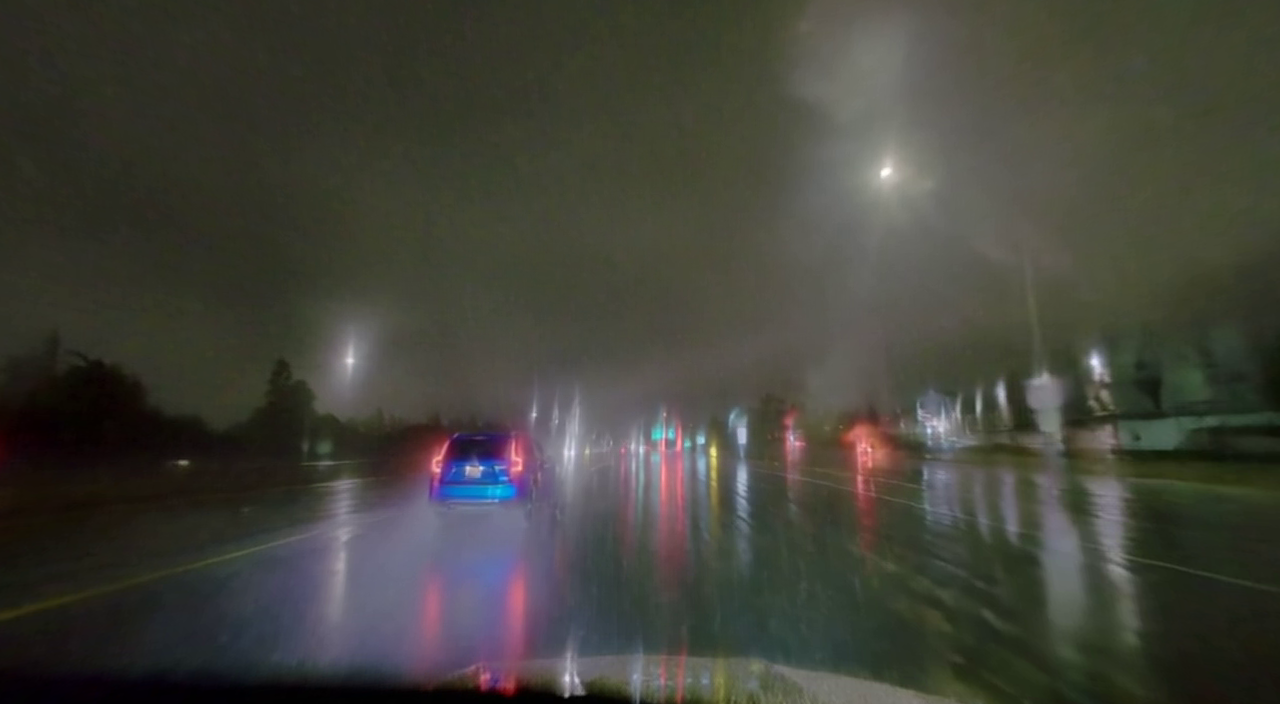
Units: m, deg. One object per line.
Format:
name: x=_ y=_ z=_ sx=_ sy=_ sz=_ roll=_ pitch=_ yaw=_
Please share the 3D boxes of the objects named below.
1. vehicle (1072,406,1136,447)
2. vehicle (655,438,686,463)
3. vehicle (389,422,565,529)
vehicle: x=28.696 y=4.619 z=39.029 sx=2.588 sy=2.449 sz=1.523 roll=-1 pitch=-8 yaw=6
vehicle: x=2.073 y=6.883 z=44.072 sx=2.073 sy=1.621 sz=3.993 roll=-1 pitch=-8 yaw=1
vehicle: x=-2.893 y=2.325 z=12.459 sx=2.143 sy=1.693 sz=4.513 roll=-1 pitch=-8 yaw=2
